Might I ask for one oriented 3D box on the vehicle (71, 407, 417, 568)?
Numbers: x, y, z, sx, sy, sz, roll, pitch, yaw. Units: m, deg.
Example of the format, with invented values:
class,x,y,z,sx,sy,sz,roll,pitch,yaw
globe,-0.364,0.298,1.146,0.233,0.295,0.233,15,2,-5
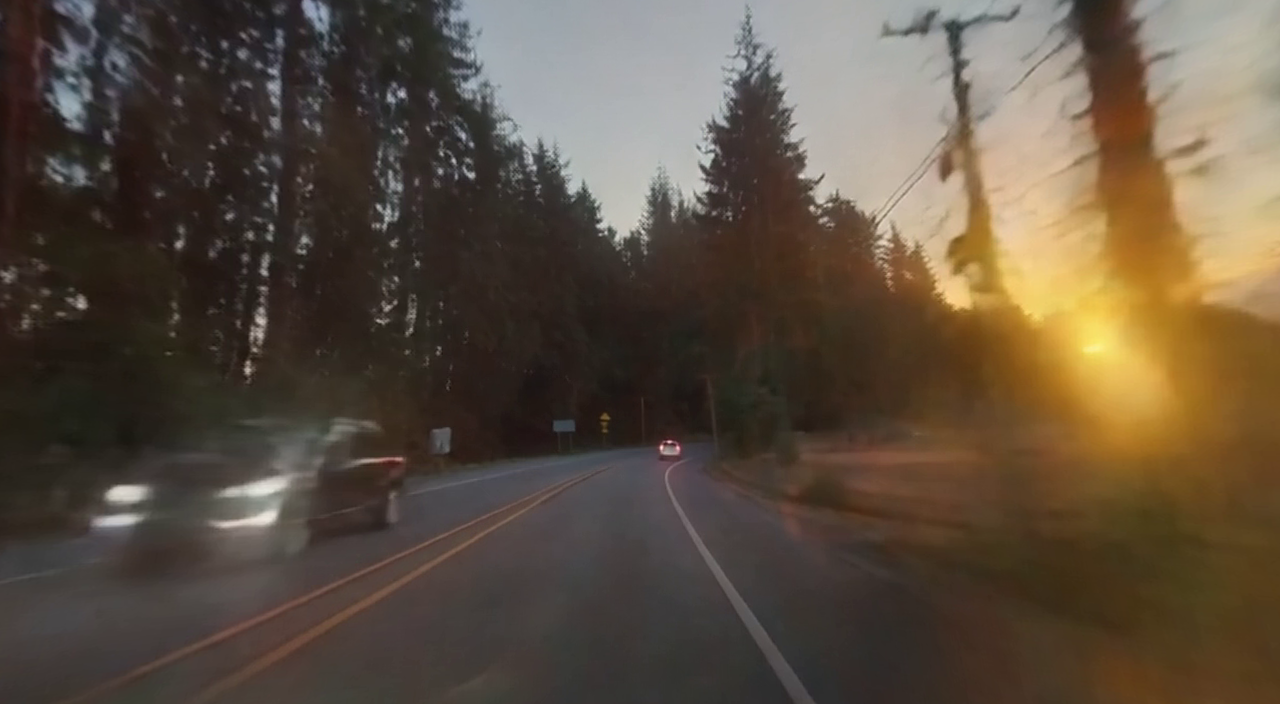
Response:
class,x,y,z,sx,sy,sz,roll,pitch,yaw
vehicle,-5.063,1.792,9.029,2.140,1.727,4.202,0,-9,1
